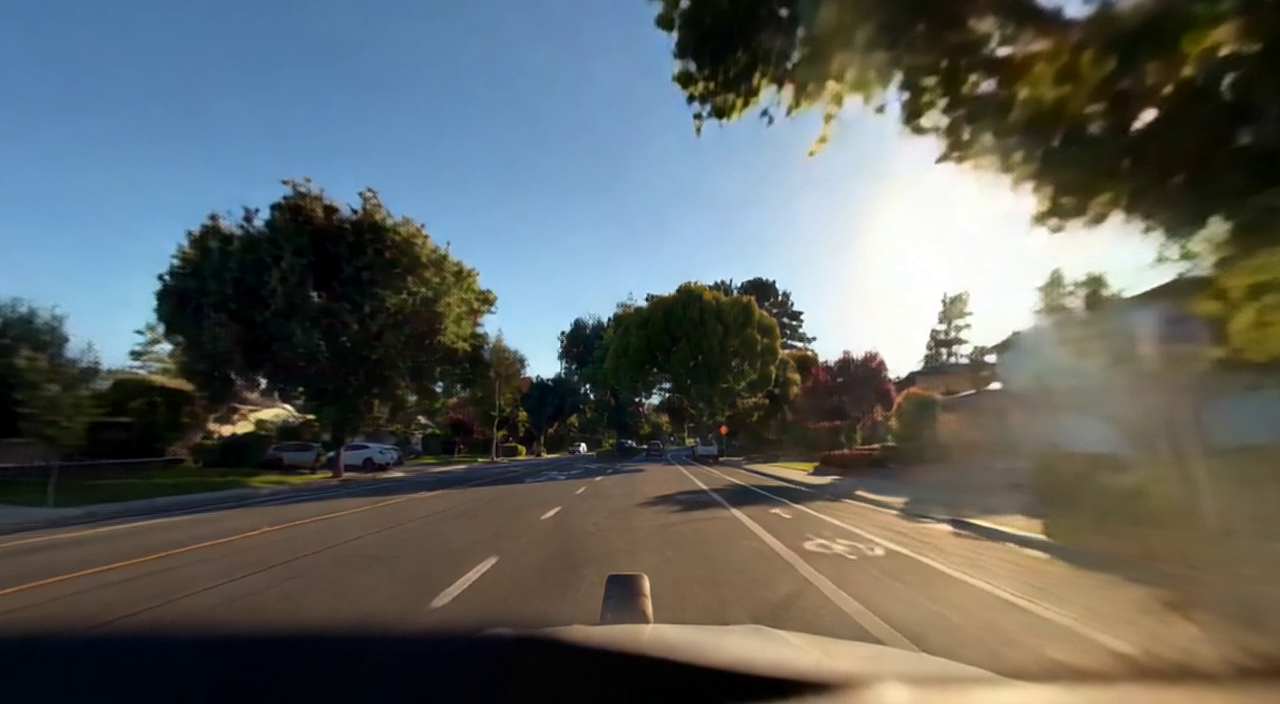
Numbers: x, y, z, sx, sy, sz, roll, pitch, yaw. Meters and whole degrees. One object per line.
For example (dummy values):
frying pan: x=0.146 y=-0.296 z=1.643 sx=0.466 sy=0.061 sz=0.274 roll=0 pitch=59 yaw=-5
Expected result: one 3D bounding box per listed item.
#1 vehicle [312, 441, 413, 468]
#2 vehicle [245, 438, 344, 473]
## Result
vehicle: x=-17.918 y=6.626 z=40.870 sx=5.419 sy=1.649 sz=2.396 roll=0 pitch=-9 yaw=1
vehicle: x=-18.730 y=5.587 z=34.196 sx=4.372 sy=1.745 sz=2.017 roll=6 pitch=-10 yaw=-35
